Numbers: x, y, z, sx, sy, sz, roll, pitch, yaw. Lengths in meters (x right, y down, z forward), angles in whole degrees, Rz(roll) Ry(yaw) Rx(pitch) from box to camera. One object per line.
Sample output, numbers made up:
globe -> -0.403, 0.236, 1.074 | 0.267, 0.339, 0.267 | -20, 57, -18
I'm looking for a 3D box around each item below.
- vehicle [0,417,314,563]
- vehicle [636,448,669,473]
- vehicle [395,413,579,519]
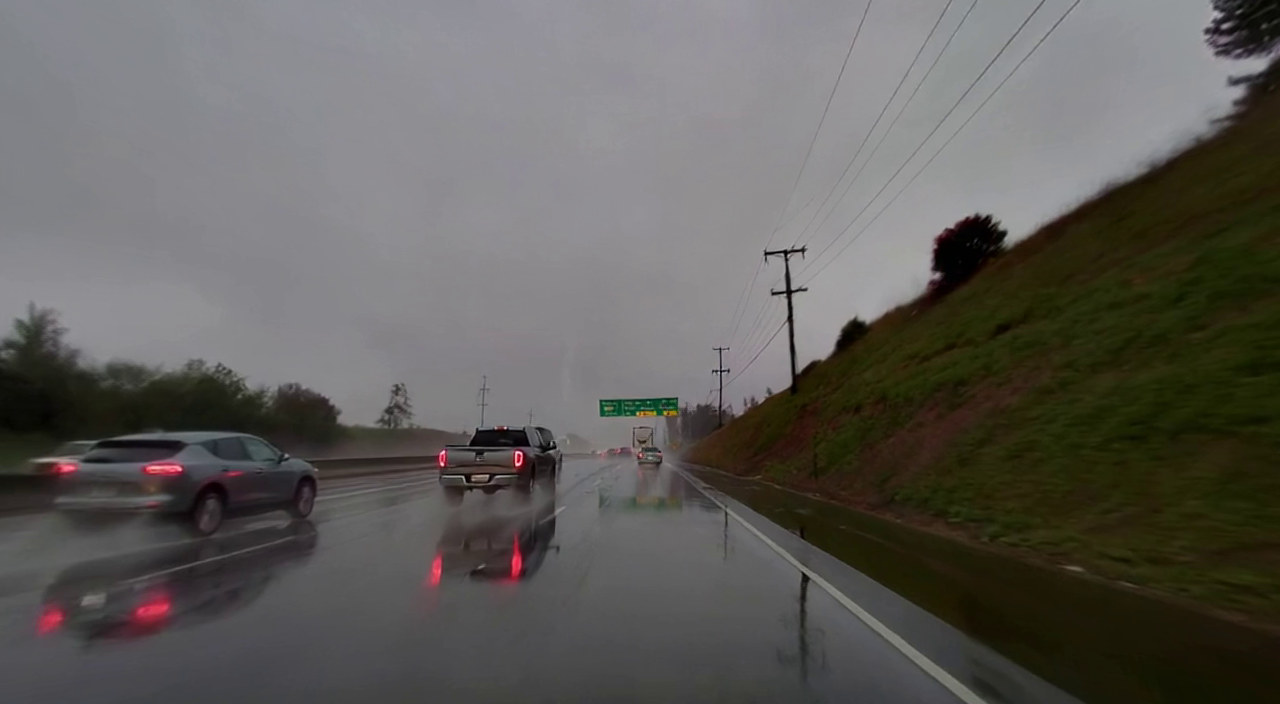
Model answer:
vehicle -> -7.480, 1.982, 9.825 | 2.143, 1.688, 4.776 | 0, -9, 1
vehicle -> 0.778, 7.130, 41.579 | 2.025, 1.485, 4.310 | 0, -9, -1
vehicle -> -3.330, 2.728, 15.634 | 2.972, 2.087, 6.126 | 0, -9, 0
